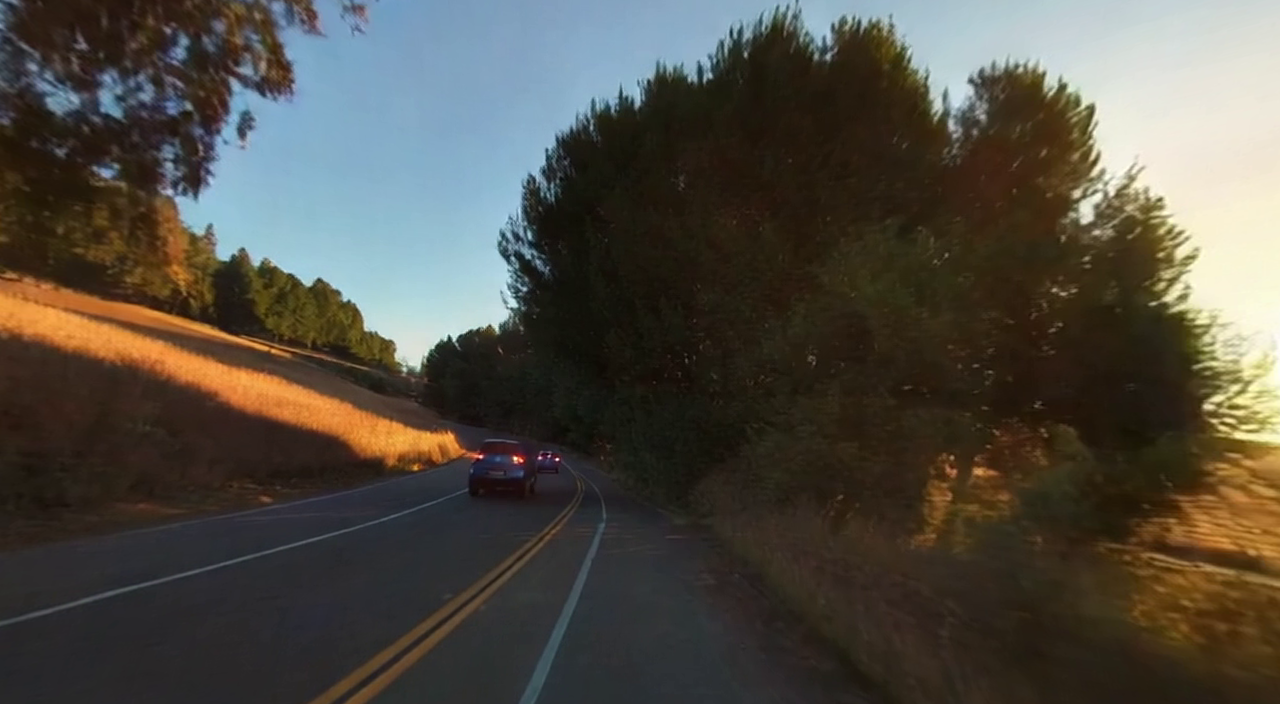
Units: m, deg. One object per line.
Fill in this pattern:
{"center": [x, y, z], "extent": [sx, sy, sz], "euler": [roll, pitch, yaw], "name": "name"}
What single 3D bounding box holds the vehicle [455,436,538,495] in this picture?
{"center": [-4.944, 3.972, 22.550], "extent": [2.104, 1.851, 4.992], "euler": [1, -8, -4], "name": "vehicle"}
